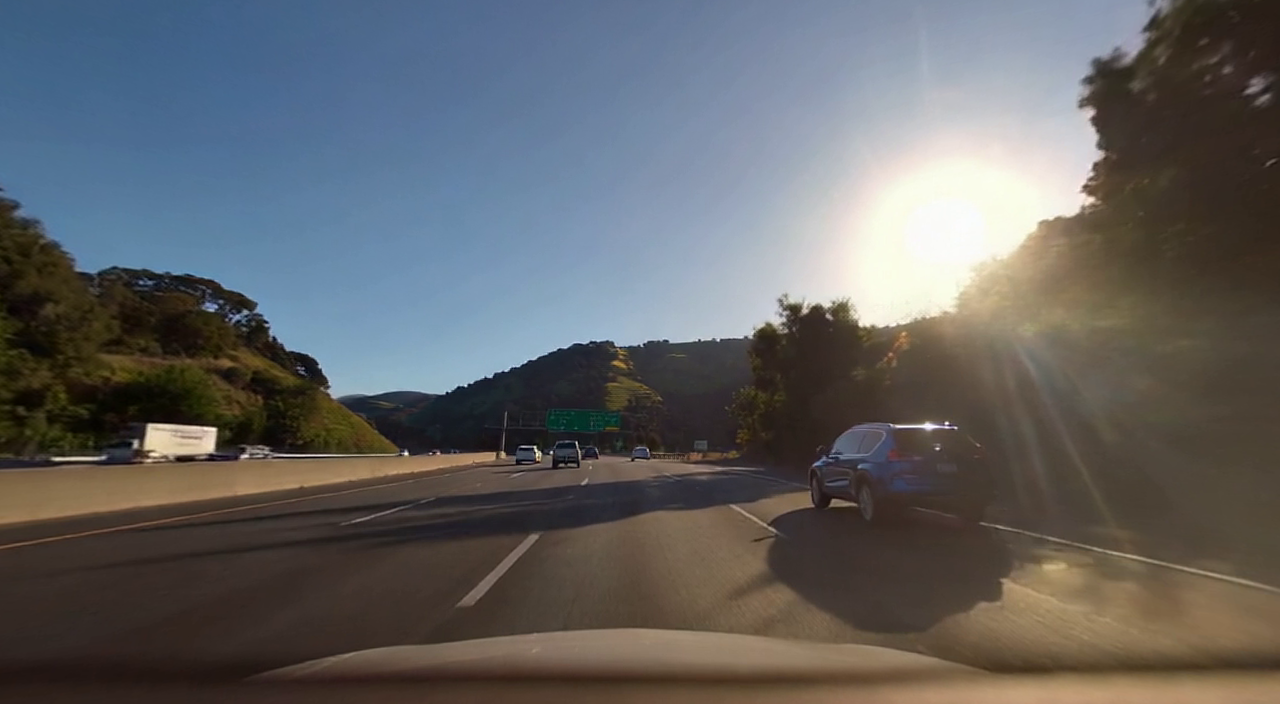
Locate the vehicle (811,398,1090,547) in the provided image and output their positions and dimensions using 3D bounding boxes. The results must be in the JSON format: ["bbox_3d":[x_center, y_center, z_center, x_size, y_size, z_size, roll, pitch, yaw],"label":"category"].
[{"bbox_3d":[4.660,1.919,10.603,2.103,1.903,4.837,0,-9,-2],"label":"vehicle"}]

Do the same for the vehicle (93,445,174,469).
[{"bbox_3d":[-32.587,6.774,40.806,2.008,1.479,3.987,1,-9,-3],"label":"vehicle"}]

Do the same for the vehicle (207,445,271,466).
[{"bbox_3d":[-29.844,7.681,47.178,1.954,1.483,4.712,1,-9,-4],"label":"vehicle"}]

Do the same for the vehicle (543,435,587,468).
[{"bbox_3d":[-5.066,6.863,43.649,2.537,2.121,5.251,0,-9,-2],"label":"vehicle"}]
